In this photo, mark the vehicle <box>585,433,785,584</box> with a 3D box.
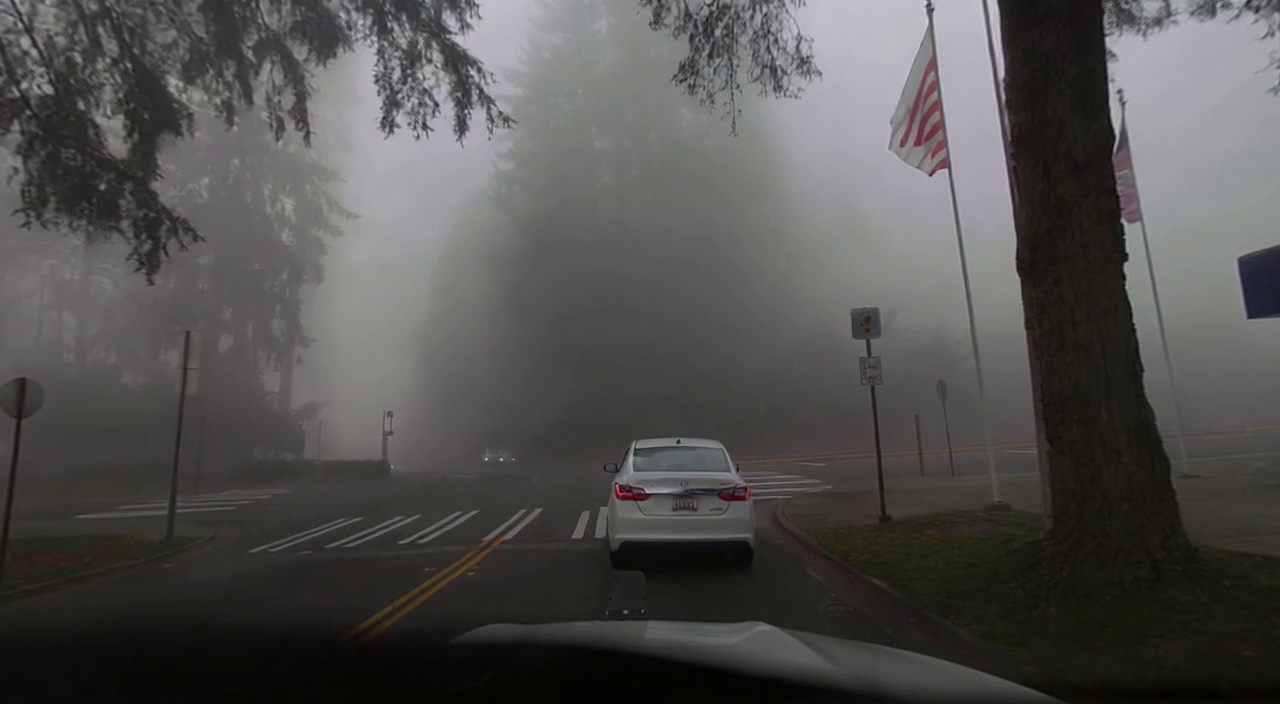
[{"bbox_3d":[0.364,1.840,8.145,1.985,1.463,3.647,0,-9,-3],"label":"vehicle"}]

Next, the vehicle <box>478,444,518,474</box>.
[{"bbox_3d":[-9.987,7.561,44.673,2.212,1.948,4.537,0,-9,-5],"label":"vehicle"}]
